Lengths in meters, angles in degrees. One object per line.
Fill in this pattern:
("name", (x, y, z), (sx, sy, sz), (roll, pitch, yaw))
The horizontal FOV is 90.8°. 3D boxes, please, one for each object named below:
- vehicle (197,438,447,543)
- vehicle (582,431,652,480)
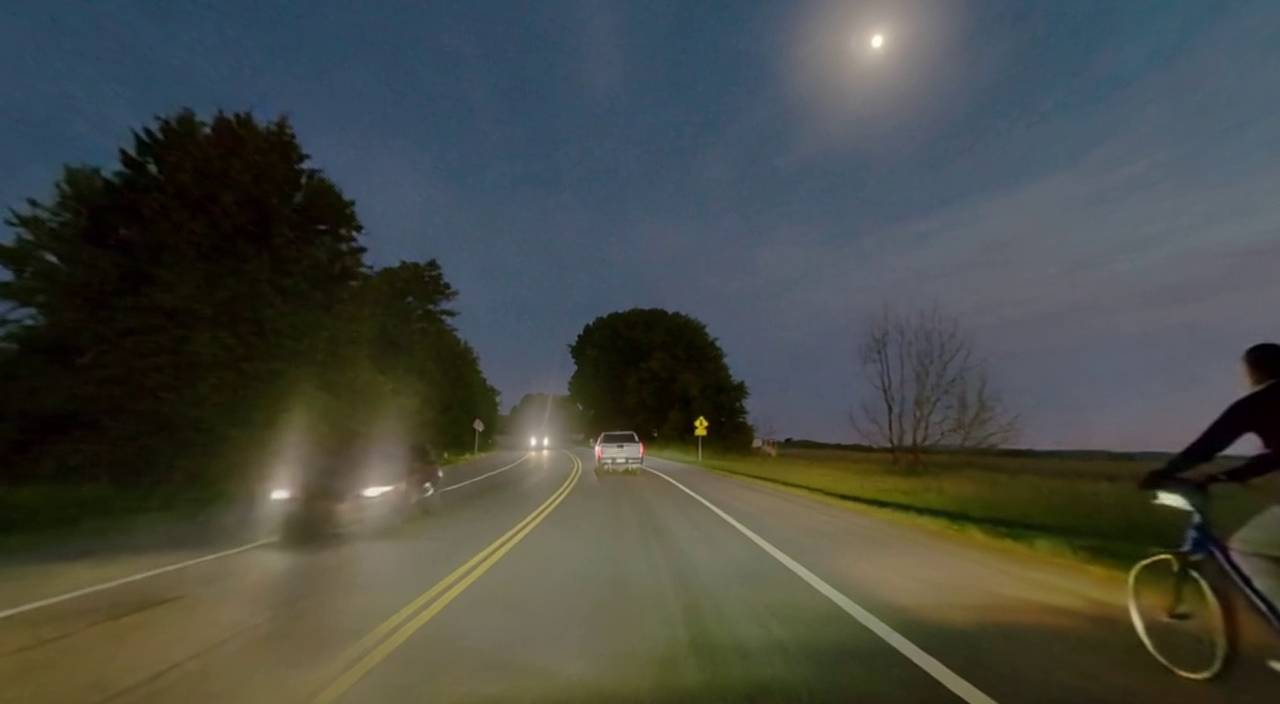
("vehicle", (-5.203, 2.299, 11.239), (2.198, 1.459, 4.398), (0, -8, -1))
("vehicle", (-1.031, 4.250, 26.287), (2.631, 1.798, 5.331), (0, -8, -4))
